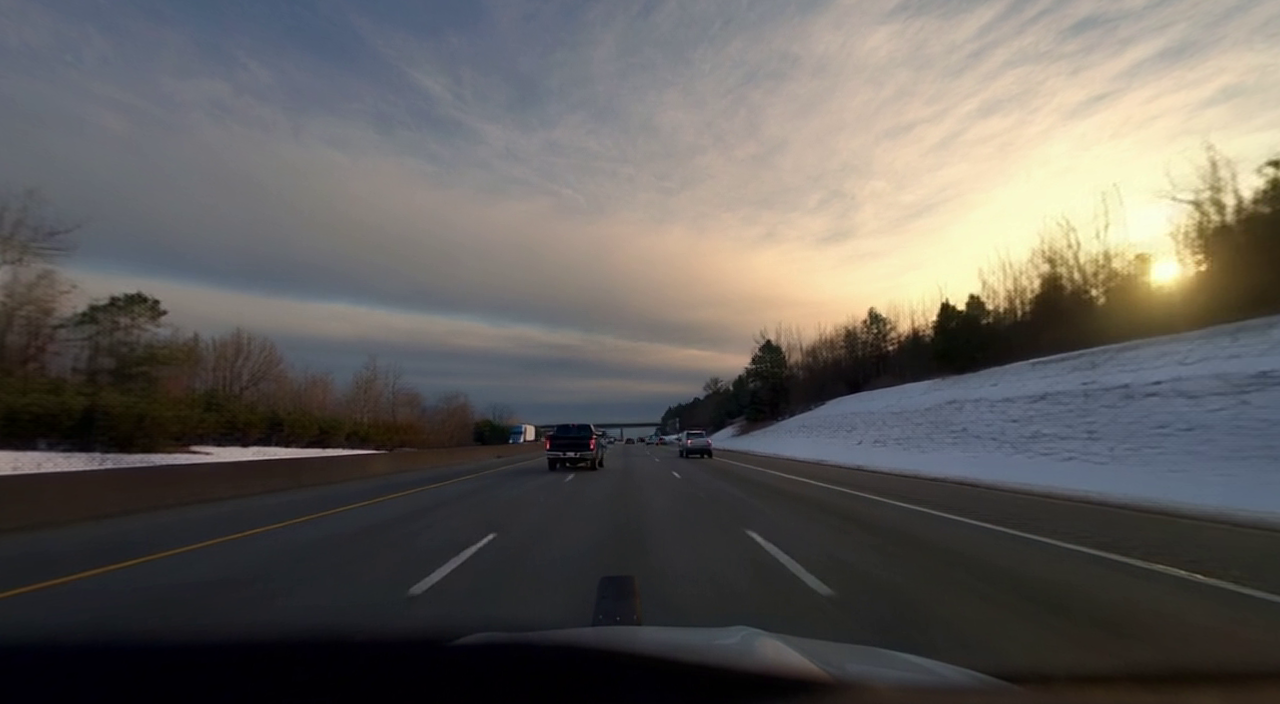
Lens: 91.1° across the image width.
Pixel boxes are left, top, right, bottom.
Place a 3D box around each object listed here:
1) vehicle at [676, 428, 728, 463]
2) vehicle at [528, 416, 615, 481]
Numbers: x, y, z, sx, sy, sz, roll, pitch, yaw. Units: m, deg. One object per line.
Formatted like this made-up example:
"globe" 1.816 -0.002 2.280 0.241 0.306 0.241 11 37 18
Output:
"vehicle" 3.134 4.838 32.828 2.124 1.696 4.173 0 -8 -3
"vehicle" -1.970 2.963 19.642 2.185 1.772 4.656 0 -8 0
